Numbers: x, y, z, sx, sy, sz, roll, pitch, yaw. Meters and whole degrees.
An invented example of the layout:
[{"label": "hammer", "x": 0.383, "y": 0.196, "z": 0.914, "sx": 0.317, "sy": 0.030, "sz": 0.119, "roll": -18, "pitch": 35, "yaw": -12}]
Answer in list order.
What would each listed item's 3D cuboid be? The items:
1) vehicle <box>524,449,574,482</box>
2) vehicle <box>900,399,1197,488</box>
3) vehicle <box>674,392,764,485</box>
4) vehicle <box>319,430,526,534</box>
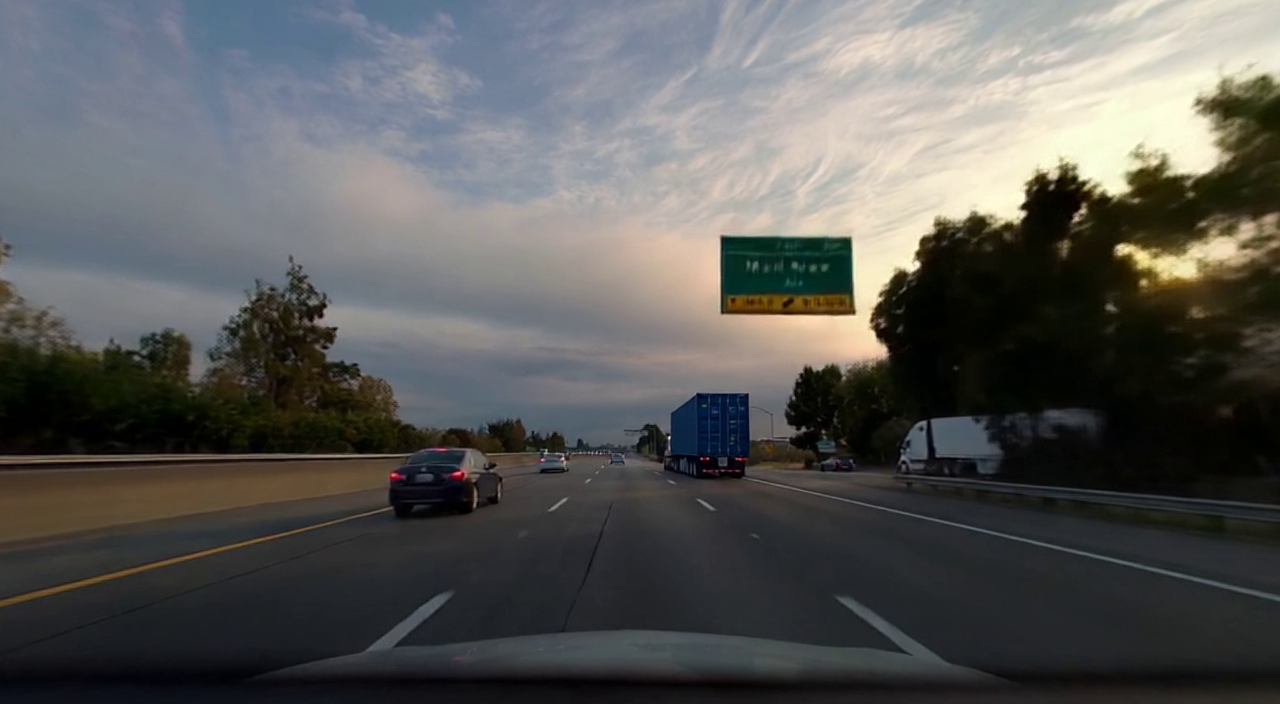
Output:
[{"label": "vehicle", "x": -4.505, "y": 5.690, "z": 31.752, "sx": 2.063, "sy": 1.532, "sz": 3.763, "roll": 0, "pitch": -9, "yaw": -1}, {"label": "vehicle", "x": 23.666, "y": 5.829, "z": 39.355, "sx": 3.081, "sy": 4.331, "sz": 17.117, "roll": 3, "pitch": -10, "yaw": -19}, {"label": "vehicle", "x": 3.791, "y": 4.792, "z": 34.083, "sx": 2.821, "sy": 4.046, "sz": 12.876, "roll": 0, "pitch": -9, "yaw": -2}, {"label": "vehicle", "x": -3.969, "y": 2.500, "z": 12.756, "sx": 2.370, "sy": 1.647, "sz": 5.091, "roll": 0, "pitch": -9, "yaw": 0}]
